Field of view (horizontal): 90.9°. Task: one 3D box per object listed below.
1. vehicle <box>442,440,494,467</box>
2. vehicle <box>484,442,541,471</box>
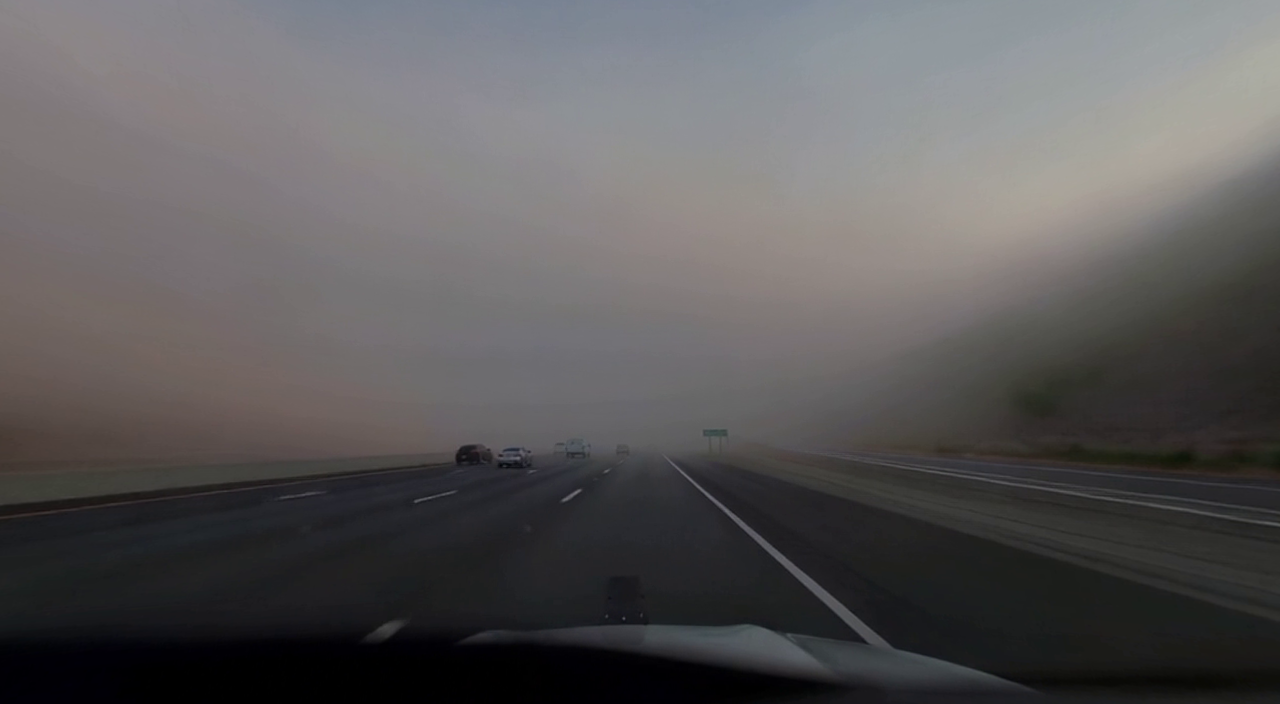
[{"bbox_3d":[-11.155,6.614,41.277,2.020,1.645,4.629,-1,-9,2],"label":"vehicle"},{"bbox_3d":[-6.874,5.705,34.587,2.107,1.484,4.449,-1,-9,2],"label":"vehicle"}]
